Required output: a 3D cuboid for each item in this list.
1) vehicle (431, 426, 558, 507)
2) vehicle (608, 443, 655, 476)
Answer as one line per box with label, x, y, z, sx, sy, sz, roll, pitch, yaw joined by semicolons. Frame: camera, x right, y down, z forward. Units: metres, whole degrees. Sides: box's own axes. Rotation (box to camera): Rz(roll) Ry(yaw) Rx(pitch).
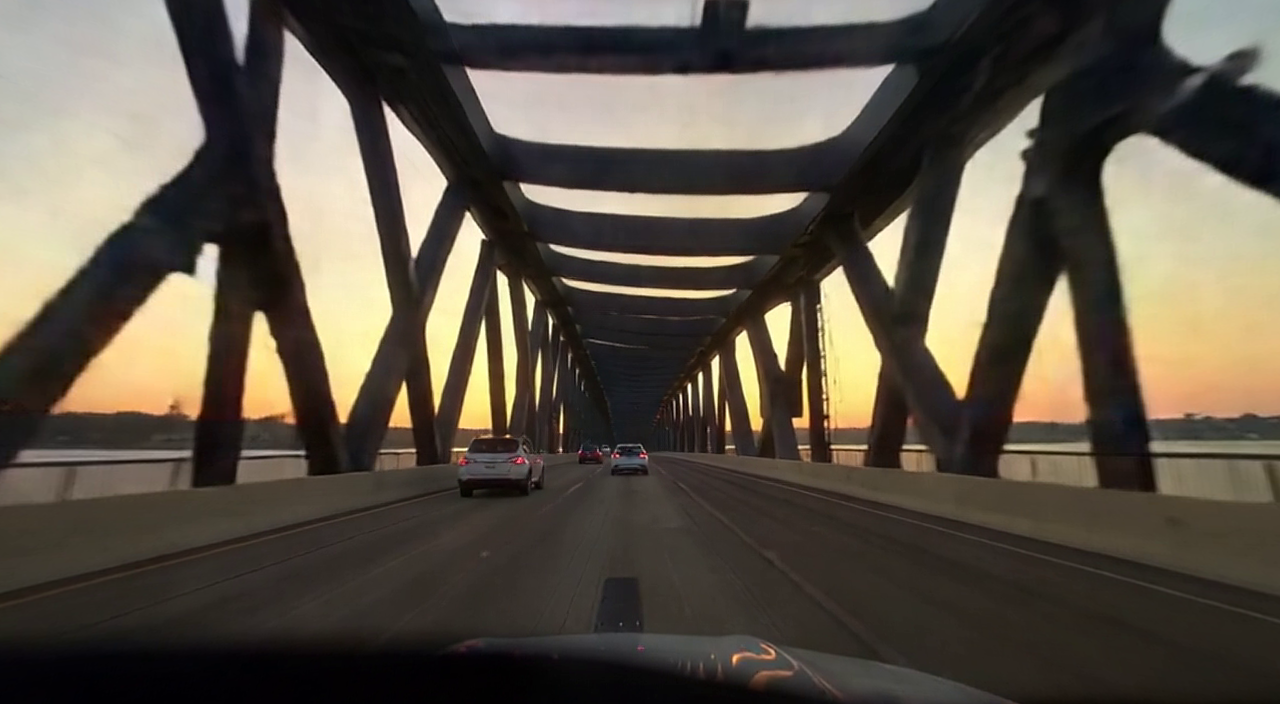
vehicle;-3.636;2.981;16.860;2.190;1.807;4.741;-1;-9;1
vehicle;-0.400;5.064;29.973;2.048;1.450;3.973;0;-9;-1
